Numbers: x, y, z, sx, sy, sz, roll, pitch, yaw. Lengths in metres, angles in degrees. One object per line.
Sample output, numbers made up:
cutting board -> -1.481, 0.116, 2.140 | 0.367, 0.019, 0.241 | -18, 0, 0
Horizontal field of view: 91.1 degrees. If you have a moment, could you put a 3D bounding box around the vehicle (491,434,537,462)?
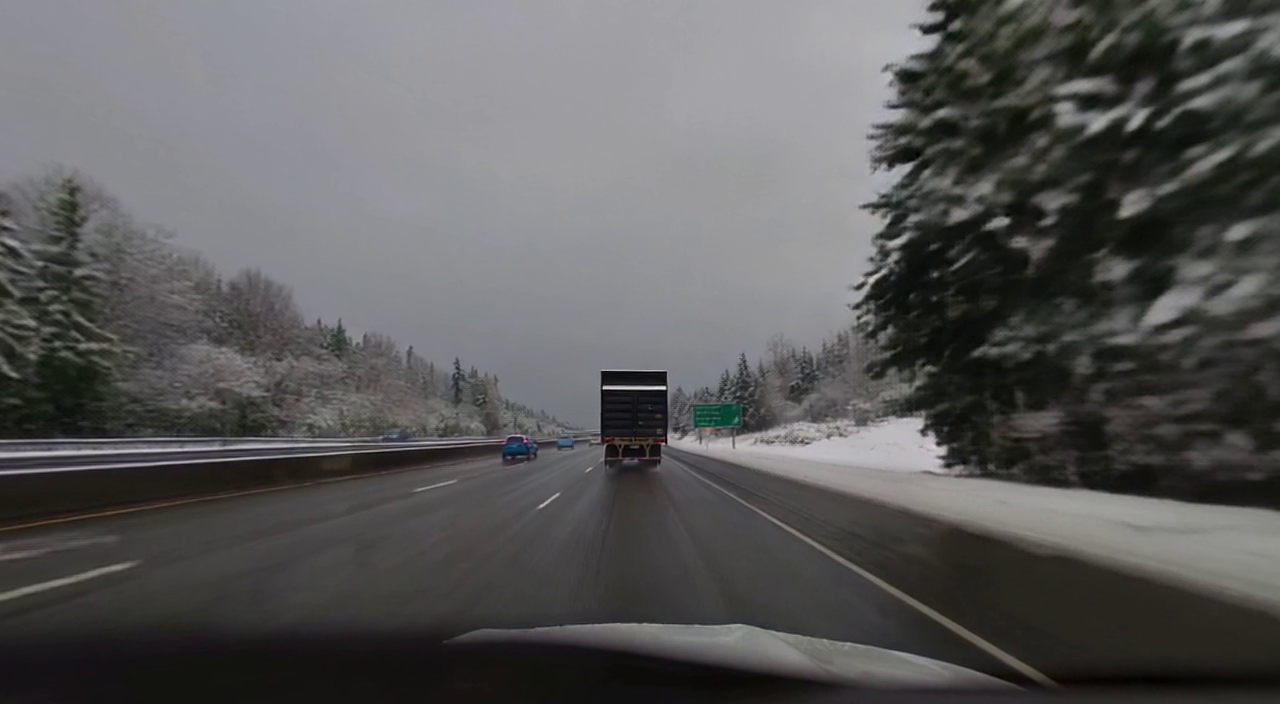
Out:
vehicle -> -7.166, 5.464, 36.082 | 1.856, 1.479, 3.710 | 0, -8, 0

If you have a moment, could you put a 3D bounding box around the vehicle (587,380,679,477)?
vehicle -> -0.335, 3.643, 29.487 | 3.033, 3.223, 14.836 | 3, -8, 0
